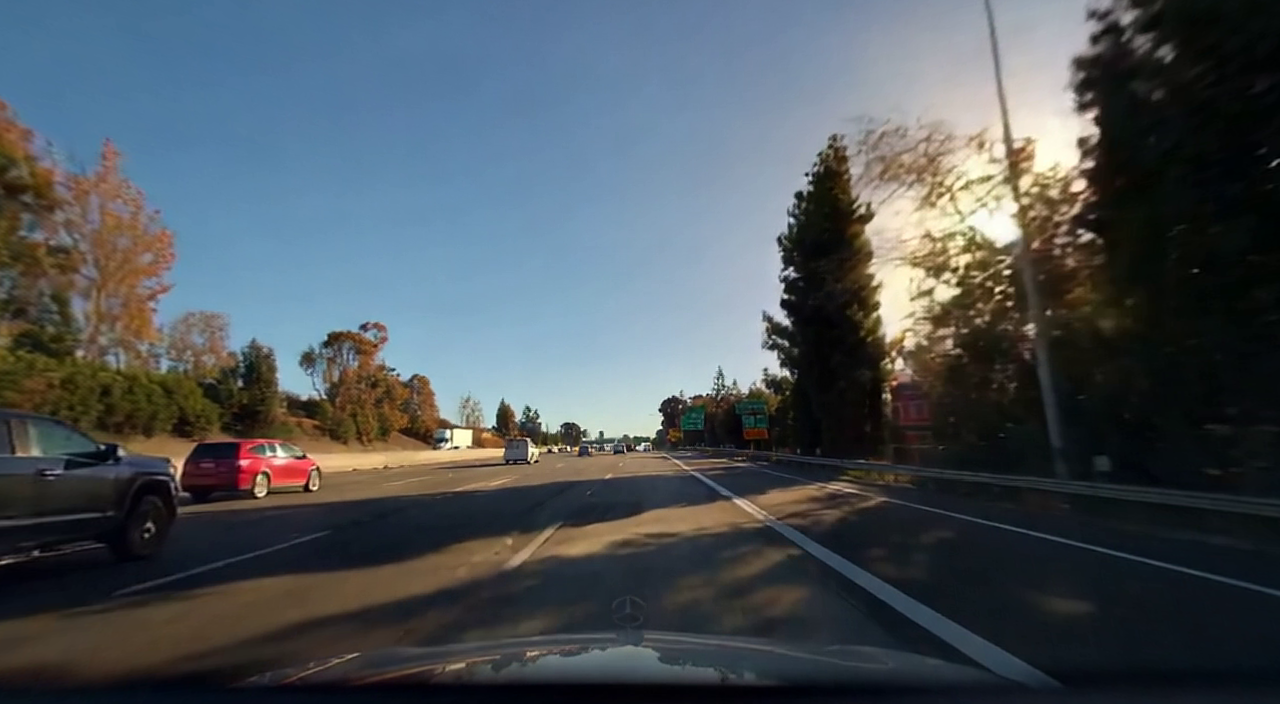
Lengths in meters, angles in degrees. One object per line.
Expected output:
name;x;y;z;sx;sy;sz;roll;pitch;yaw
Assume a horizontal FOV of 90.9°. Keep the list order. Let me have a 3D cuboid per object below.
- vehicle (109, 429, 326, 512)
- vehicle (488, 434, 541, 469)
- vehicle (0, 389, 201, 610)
vehicle;-9.811;2.748;15.215;2.060;1.662;4.469;-1;-8;1
vehicle;-6.749;5.389;34.410;2.009;1.735;4.358;-1;-8;0
vehicle;-6.397;1.084;4.224;2.403;1.773;6.276;-1;-8;0
